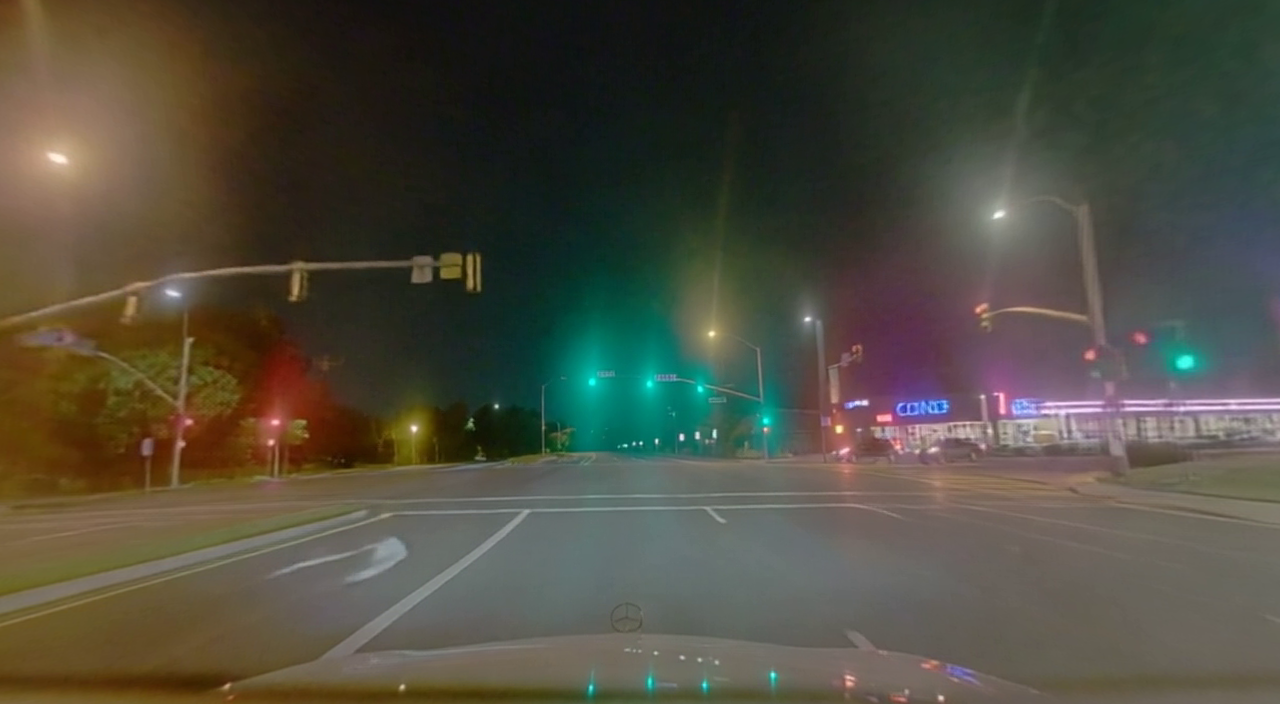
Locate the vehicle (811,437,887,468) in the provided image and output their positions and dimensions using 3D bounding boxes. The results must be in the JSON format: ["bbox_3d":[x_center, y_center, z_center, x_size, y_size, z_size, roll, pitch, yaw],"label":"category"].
[{"bbox_3d":[12.170,5.841,36.789,3.780,1.496,1.867,0,-8,-23],"label":"vehicle"}]

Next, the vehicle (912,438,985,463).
[{"bbox_3d":[19.101,6.081,39.155,3.942,1.505,1.848,4,-9,-23],"label":"vehicle"}]
